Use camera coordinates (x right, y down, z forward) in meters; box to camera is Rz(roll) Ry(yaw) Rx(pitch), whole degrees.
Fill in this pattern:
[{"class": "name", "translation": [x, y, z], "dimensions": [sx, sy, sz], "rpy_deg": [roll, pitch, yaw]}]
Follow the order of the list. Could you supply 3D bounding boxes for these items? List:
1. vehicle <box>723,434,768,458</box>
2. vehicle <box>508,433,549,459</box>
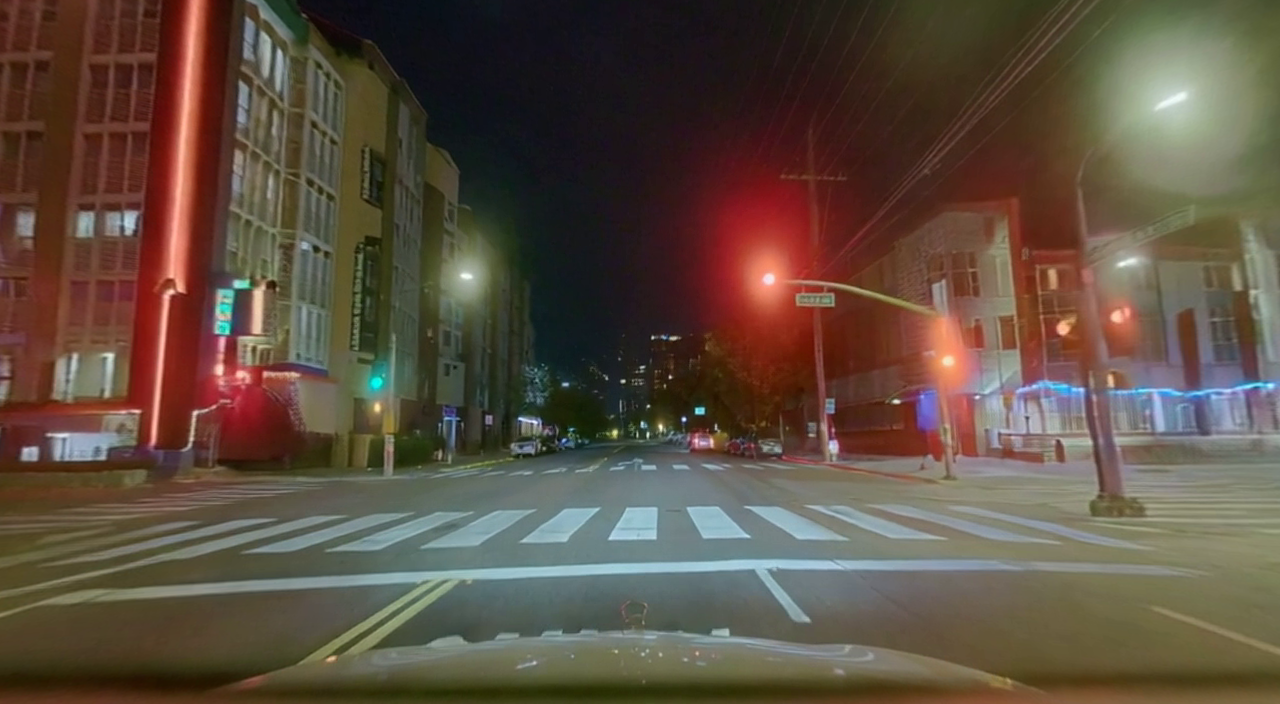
[{"class": "vehicle", "translation": [6.783, 6.099, 40.948], "dimensions": [1.997, 1.510, 4.455], "rpy_deg": [0, -8, -2]}, {"class": "vehicle", "translation": [-7.392, 6.249, 42.076], "dimensions": [2.127, 1.533, 4.547], "rpy_deg": [-1, -8, -3]}]
